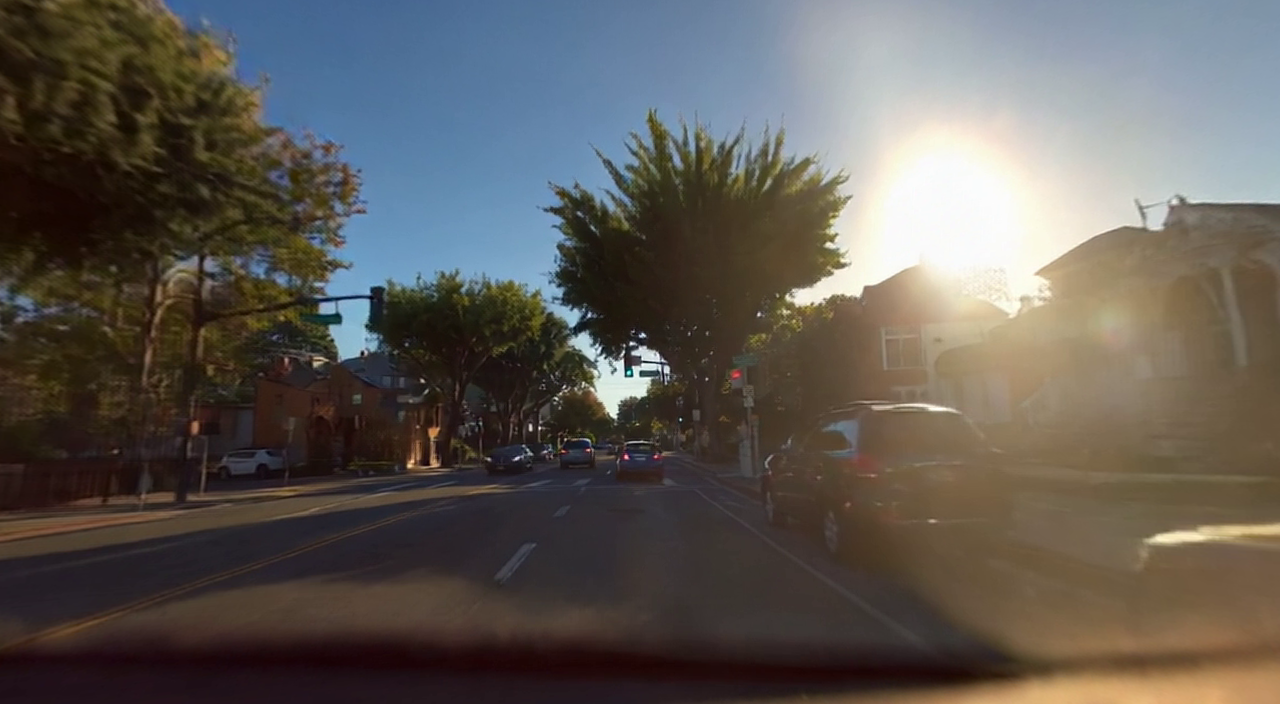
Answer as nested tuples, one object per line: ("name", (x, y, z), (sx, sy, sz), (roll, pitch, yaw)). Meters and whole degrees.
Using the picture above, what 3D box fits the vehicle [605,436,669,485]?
("vehicle", (-0.174, 3.704, 21.803), (1.998, 1.518, 4.015), (0, -8, -2))

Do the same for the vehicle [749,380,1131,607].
("vehicle", (2.808, 1.471, 7.446), (2.066, 1.796, 4.719), (0, -8, -2))

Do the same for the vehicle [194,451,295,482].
("vehicle", (-23.138, 6.693, 36.928), (4.537, 1.755, 1.933), (0, -8, 0))

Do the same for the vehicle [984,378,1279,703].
("vehicle", (2.932, 0.743, 1.274), (1.842, 1.511, 4.565), (0, -8, -1))

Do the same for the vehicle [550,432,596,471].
("vehicle", (-3.347, 5.072, 32.161), (1.983, 1.841, 4.013), (0, -8, -1))

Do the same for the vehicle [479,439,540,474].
("vehicle", (-6.442, 5.206, 31.655), (2.048, 1.601, 5.047), (0, -8, -1))
